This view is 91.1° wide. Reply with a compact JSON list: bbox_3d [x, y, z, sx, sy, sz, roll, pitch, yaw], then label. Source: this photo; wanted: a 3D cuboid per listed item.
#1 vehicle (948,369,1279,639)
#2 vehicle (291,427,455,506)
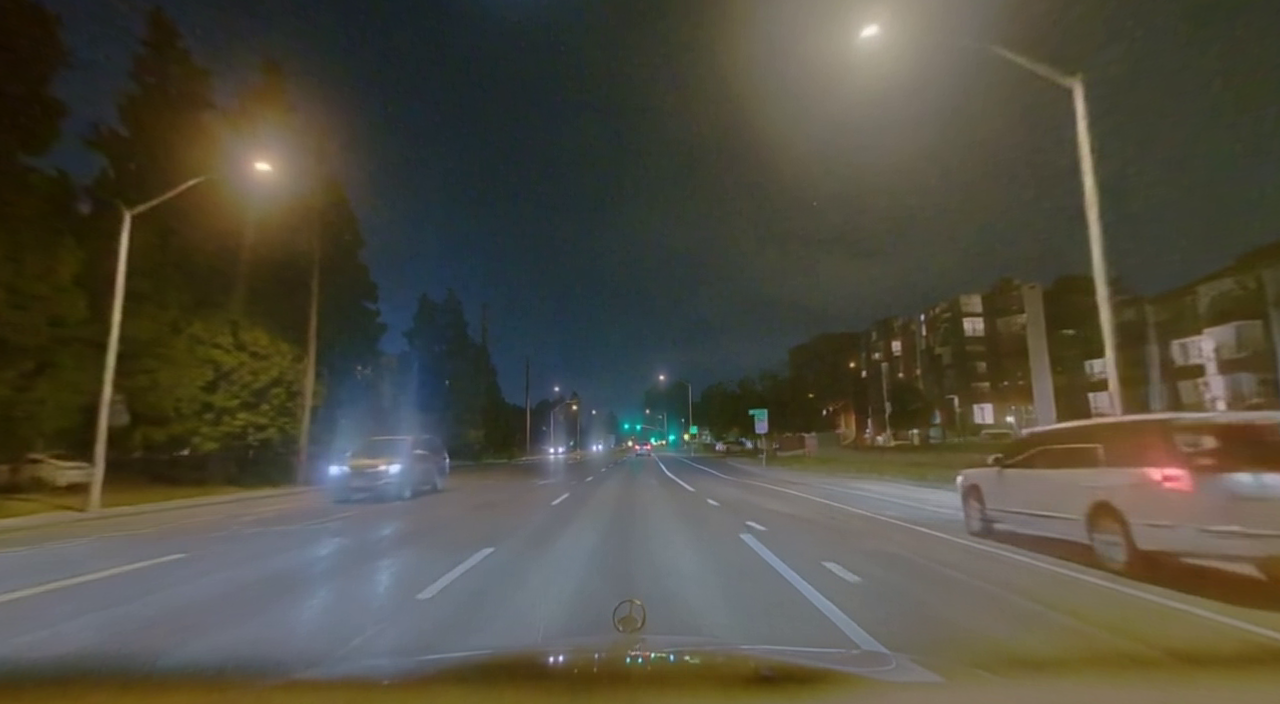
[{"bbox_3d":[5.347,1.299,6.102,2.114,1.799,4.960,0,-8,-1],"label":"vehicle"},{"bbox_3d":[-7.461,3.254,18.446,2.325,1.877,5.690,-2,-8,0],"label":"vehicle"}]
